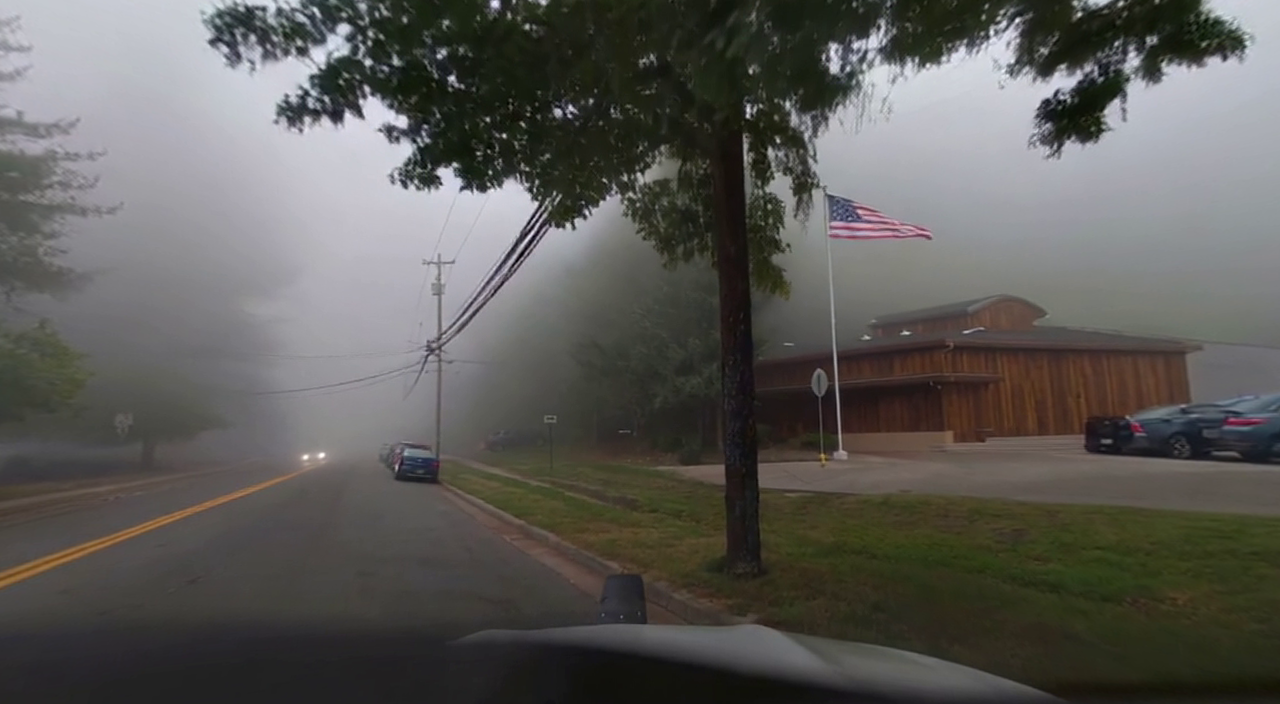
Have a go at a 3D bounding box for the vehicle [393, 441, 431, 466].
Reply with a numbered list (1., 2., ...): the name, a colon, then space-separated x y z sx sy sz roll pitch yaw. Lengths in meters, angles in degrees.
1. vehicle: -14.288 6.325 39.441 1.941 1.460 4.206 3 -9 -22

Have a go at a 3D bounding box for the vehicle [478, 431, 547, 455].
1. vehicle: -9.522 6.800 47.305 4.767 1.735 1.920 3 -9 -22
